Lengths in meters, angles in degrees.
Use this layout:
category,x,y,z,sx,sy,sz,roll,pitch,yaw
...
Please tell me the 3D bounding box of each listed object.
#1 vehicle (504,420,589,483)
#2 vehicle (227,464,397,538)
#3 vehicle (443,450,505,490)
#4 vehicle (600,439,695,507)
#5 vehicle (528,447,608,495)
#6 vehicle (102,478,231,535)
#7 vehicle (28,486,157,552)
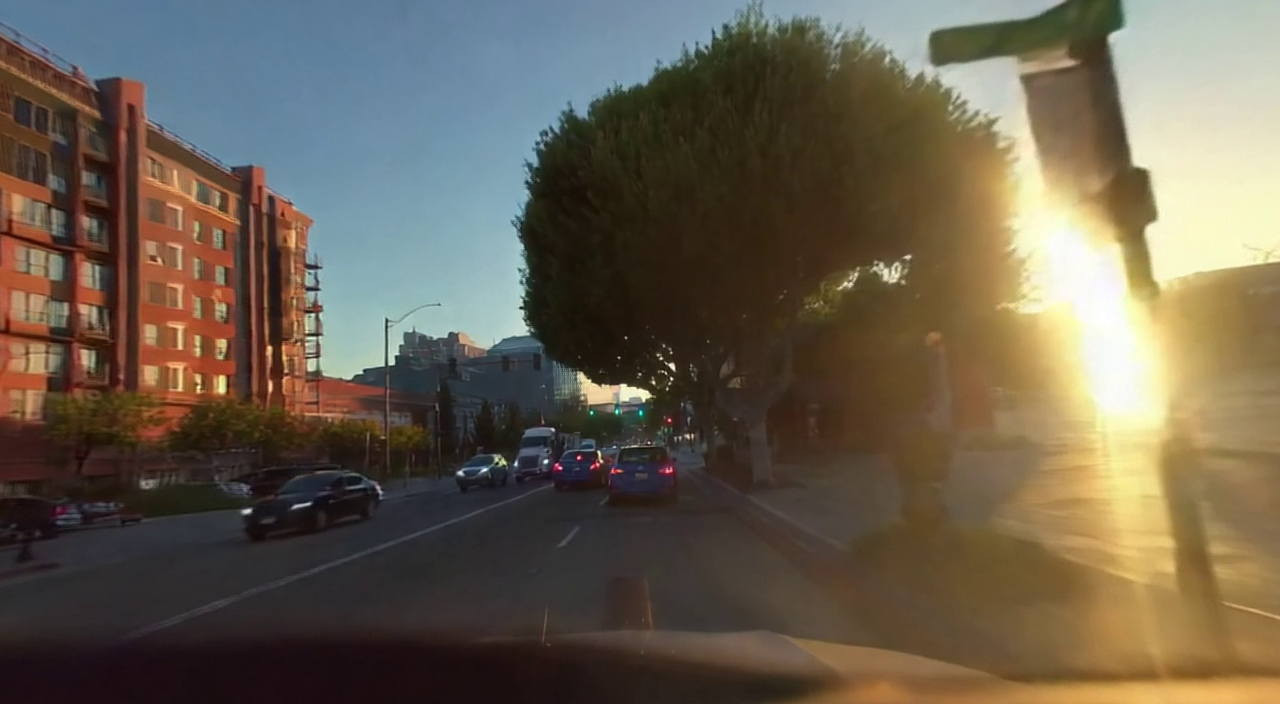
category,x,y,z,sx,sy,sz,roll,pitch,yaw
vehicle,-5.339,5.906,37.522,2.795,3.160,8.321,-4,-9,7
vehicle,-8.589,3.901,17.112,2.118,1.473,4.642,-3,-9,1
vehicle,-8.793,6.255,33.762,2.067,1.820,4.509,-3,-9,1
vehicle,0.185,2.980,15.995,2.094,1.478,3.922,0,-8,1
vehicle,-2.328,4.020,21.751,2.099,1.424,4.843,-1,-8,1
vehicle,-17.092,5.567,22.742,4.266,1.486,1.907,-13,-15,25
vehicle,-17.437,5.184,19.999,4.584,1.504,2.124,-7,-10,37
